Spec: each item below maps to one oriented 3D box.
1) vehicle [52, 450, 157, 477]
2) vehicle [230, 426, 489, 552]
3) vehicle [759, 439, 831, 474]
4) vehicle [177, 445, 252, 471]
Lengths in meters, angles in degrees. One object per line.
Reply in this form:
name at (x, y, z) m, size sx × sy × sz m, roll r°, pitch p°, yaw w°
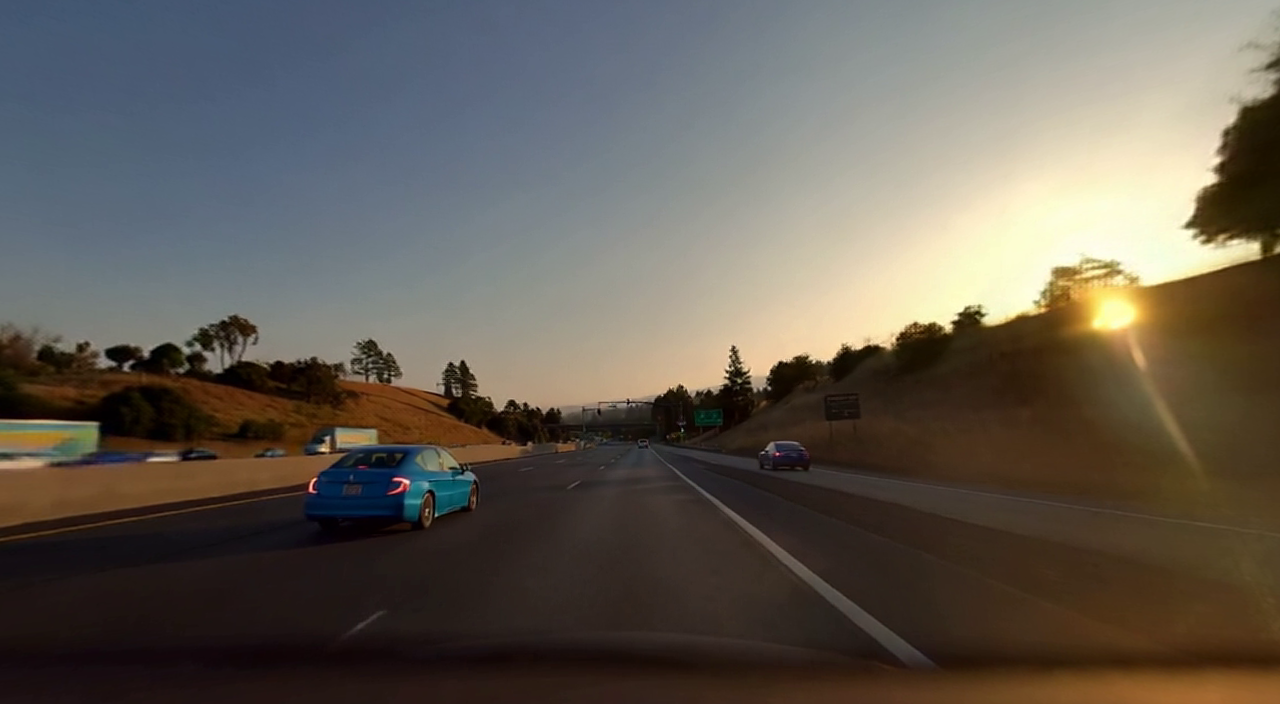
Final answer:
vehicle at (-32.038, 6.666, 37.890) m, size 1.799 × 1.455 × 5.117 m, roll 0°, pitch -8°, yaw 0°
vehicle at (-3.954, 1.999, 9.936) m, size 1.987 × 1.516 × 4.478 m, roll 0°, pitch -8°, yaw 1°
vehicle at (7.176, 4.885, 29.683) m, size 2.049 × 1.481 × 4.774 m, roll 0°, pitch -8°, yaw -2°
vehicle at (-28.286, 7.033, 42.018) m, size 1.864 × 1.568 × 4.344 m, roll 0°, pitch -8°, yaw 1°
